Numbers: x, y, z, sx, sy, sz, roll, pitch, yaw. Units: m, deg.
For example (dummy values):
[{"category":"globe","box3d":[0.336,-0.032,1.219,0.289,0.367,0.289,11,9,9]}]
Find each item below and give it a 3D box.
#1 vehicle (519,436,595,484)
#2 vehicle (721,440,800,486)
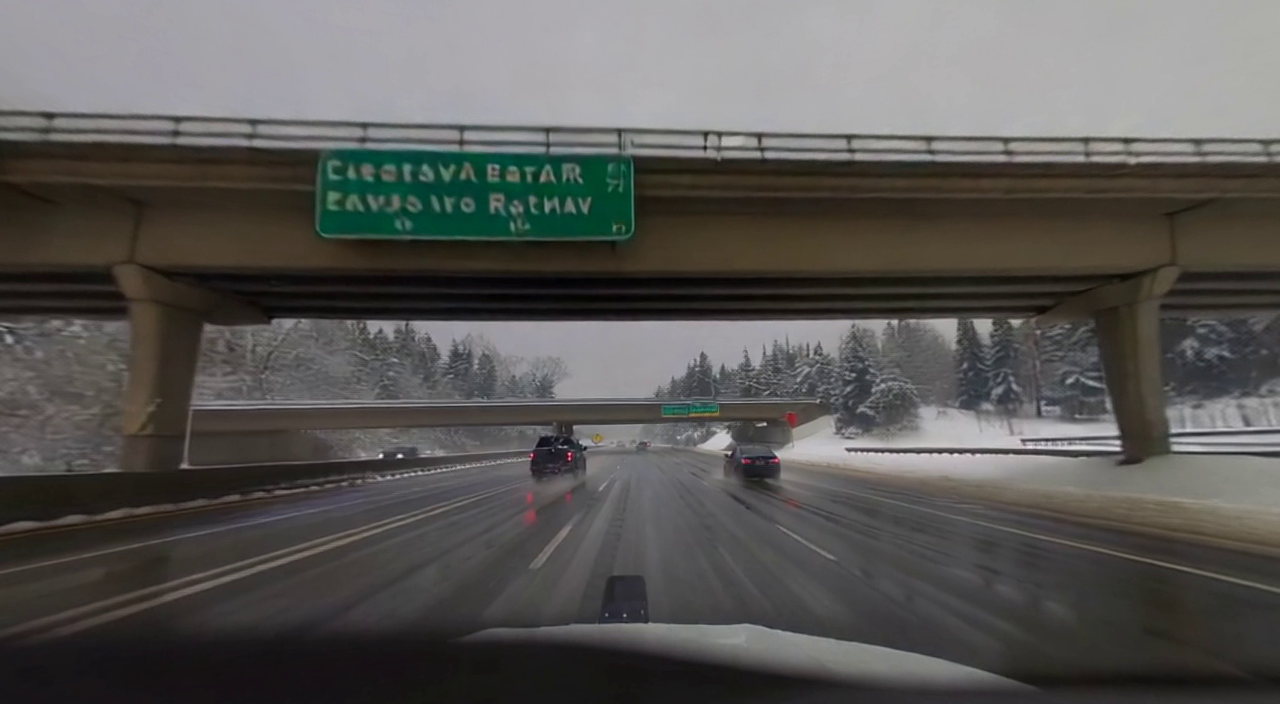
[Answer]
[{"category":"vehicle","box3d":[-3.183,4.287,25.387,2.259,1.706,4.924,0,-8,2]},{"category":"vehicle","box3d":[4.171,3.901,22.537,1.908,1.483,4.259,0,-8,-1]}]
